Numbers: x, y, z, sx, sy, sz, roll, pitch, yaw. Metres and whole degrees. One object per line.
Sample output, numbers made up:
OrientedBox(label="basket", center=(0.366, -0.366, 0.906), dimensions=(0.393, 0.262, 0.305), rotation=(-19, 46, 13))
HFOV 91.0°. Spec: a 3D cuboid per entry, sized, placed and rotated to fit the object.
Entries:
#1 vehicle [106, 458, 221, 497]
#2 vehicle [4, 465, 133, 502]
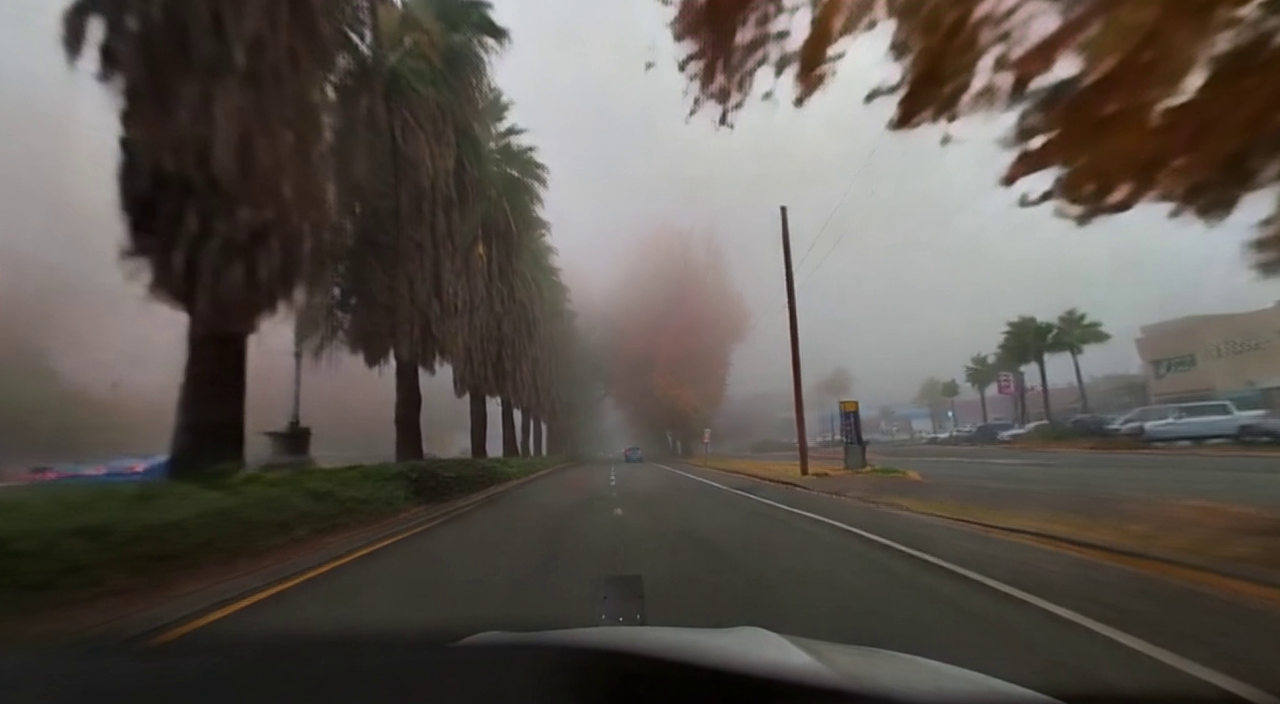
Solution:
OrientedBox(label="vehicle", center=(-22.198, 5.815, 29.613), dimensions=(1.994, 1.652, 4.570), rotation=(0, -9, -3))
OrientedBox(label="vehicle", center=(-26.003, 5.963, 28.916), dimensions=(1.915, 1.485, 4.389), rotation=(0, -9, -3))
